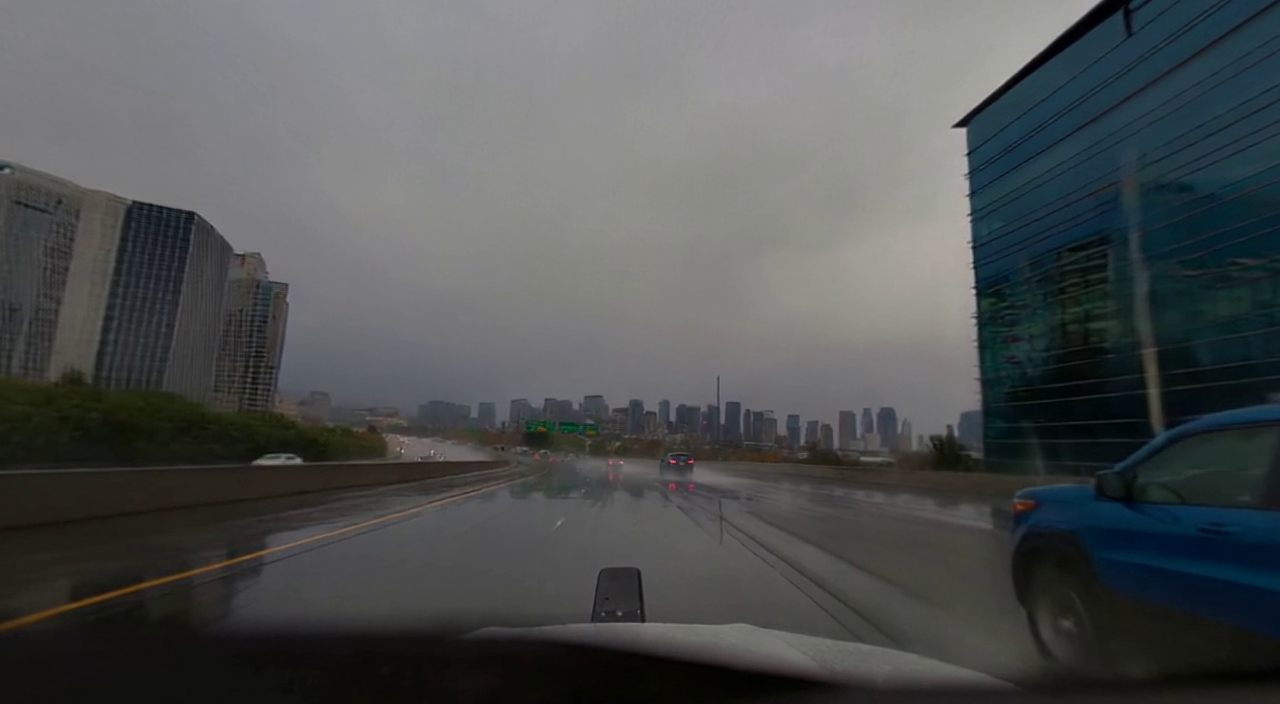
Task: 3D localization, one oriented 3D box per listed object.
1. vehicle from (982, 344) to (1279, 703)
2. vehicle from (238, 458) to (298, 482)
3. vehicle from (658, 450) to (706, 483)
[{"bbox_3d":[4.162,0.922,3.313,2.182,1.826,4.392,0,-8,-1],"label":"vehicle"},{"bbox_3d":[-27.370,8.668,46.664,1.985,1.598,4.576,0,-9,-4],"label":"vehicle"},{"bbox_3d":[2.395,6.727,37.556,2.110,1.780,4.682,0,-9,-5],"label":"vehicle"}]
